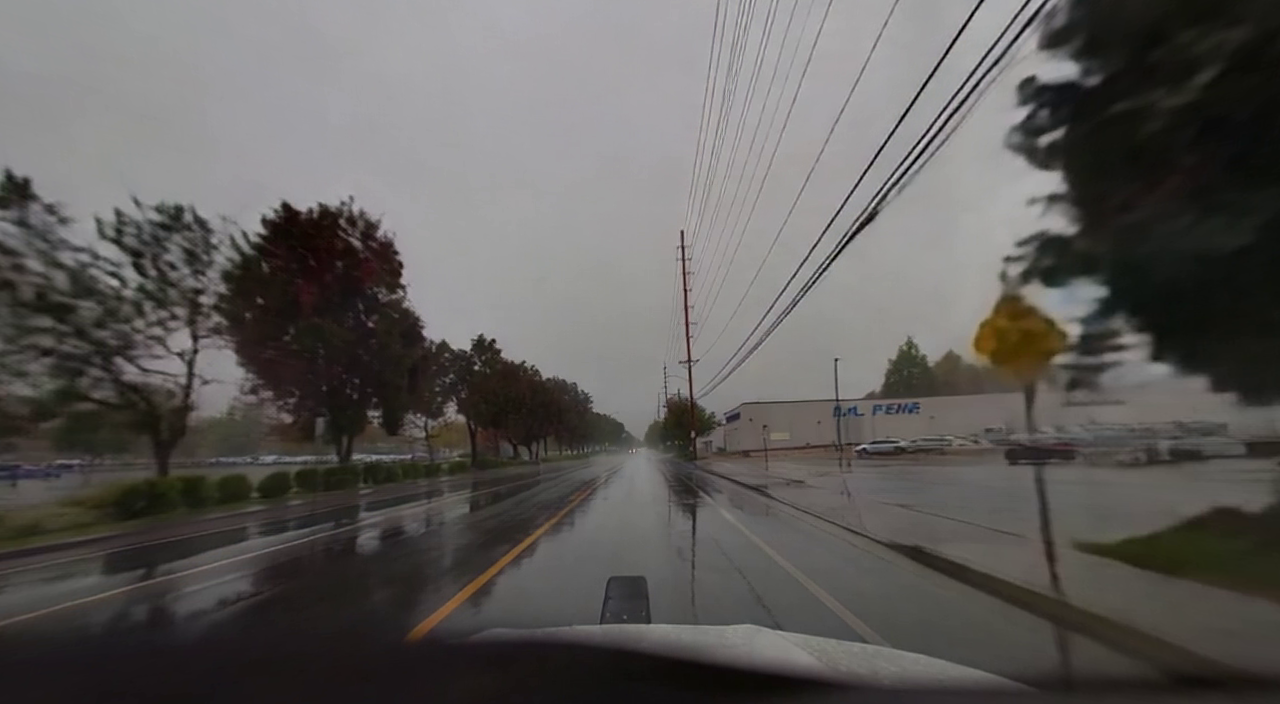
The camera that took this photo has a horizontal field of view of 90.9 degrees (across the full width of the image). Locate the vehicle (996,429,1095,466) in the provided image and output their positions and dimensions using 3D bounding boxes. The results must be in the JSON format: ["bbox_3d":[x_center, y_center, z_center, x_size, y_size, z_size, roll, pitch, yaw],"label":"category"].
[{"bbox_3d":[18.618,4.421,29.164,1.875,1.440,3.925,-4,-8,0],"label":"vehicle"}]
